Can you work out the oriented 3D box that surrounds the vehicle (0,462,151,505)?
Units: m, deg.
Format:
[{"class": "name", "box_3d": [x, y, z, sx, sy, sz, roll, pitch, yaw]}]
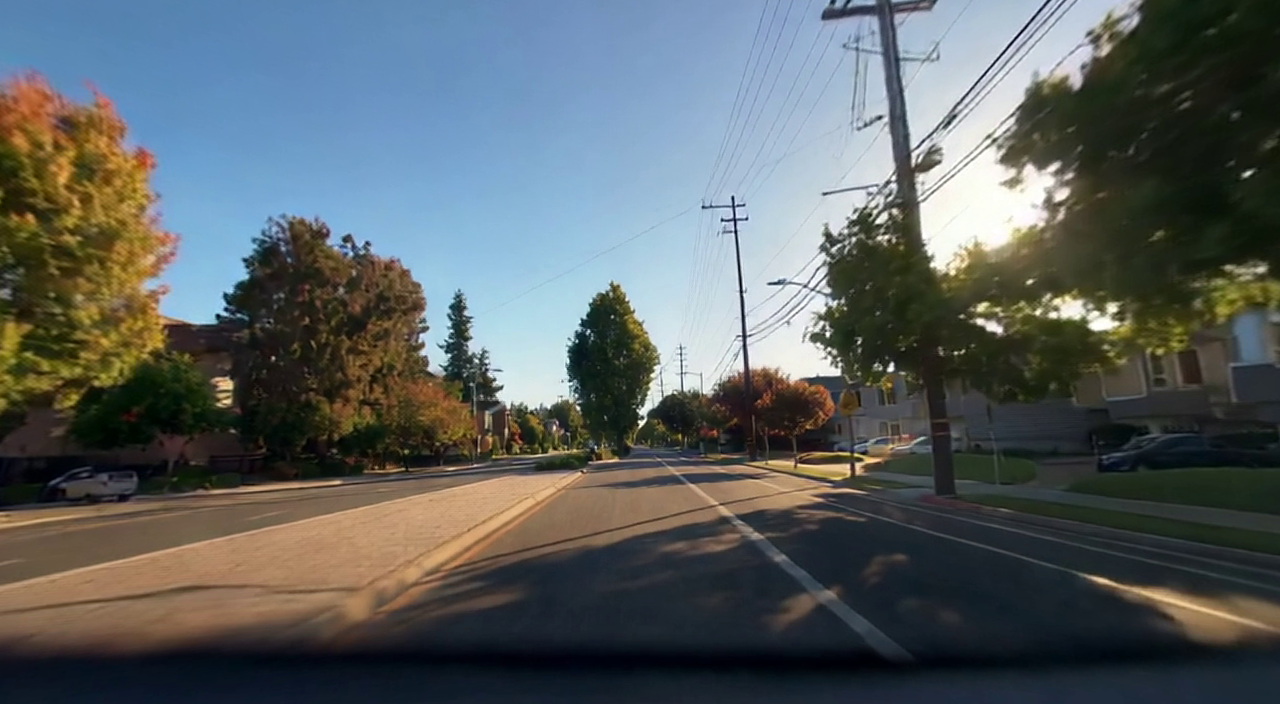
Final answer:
[{"class": "vehicle", "box_3d": [-21.793, 4.994, 24.133, 4.354, 1.450, 2.043, 0, -10, -11]}]

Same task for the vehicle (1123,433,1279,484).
[{"class": "vehicle", "box_3d": [17.540, 3.195, 19.015, 4.246, 1.427, 2.055, 0, -8, 0]}]

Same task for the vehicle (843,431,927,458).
[{"class": "vehicle", "box_3d": [16.684, 6.315, 43.241, 4.833, 1.786, 2.136, 0, -8, -1]}]

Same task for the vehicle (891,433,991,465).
[{"class": "vehicle", "box_3d": [16.929, 5.466, 35.685, 4.560, 1.725, 2.096, 0, -8, -2]}]
